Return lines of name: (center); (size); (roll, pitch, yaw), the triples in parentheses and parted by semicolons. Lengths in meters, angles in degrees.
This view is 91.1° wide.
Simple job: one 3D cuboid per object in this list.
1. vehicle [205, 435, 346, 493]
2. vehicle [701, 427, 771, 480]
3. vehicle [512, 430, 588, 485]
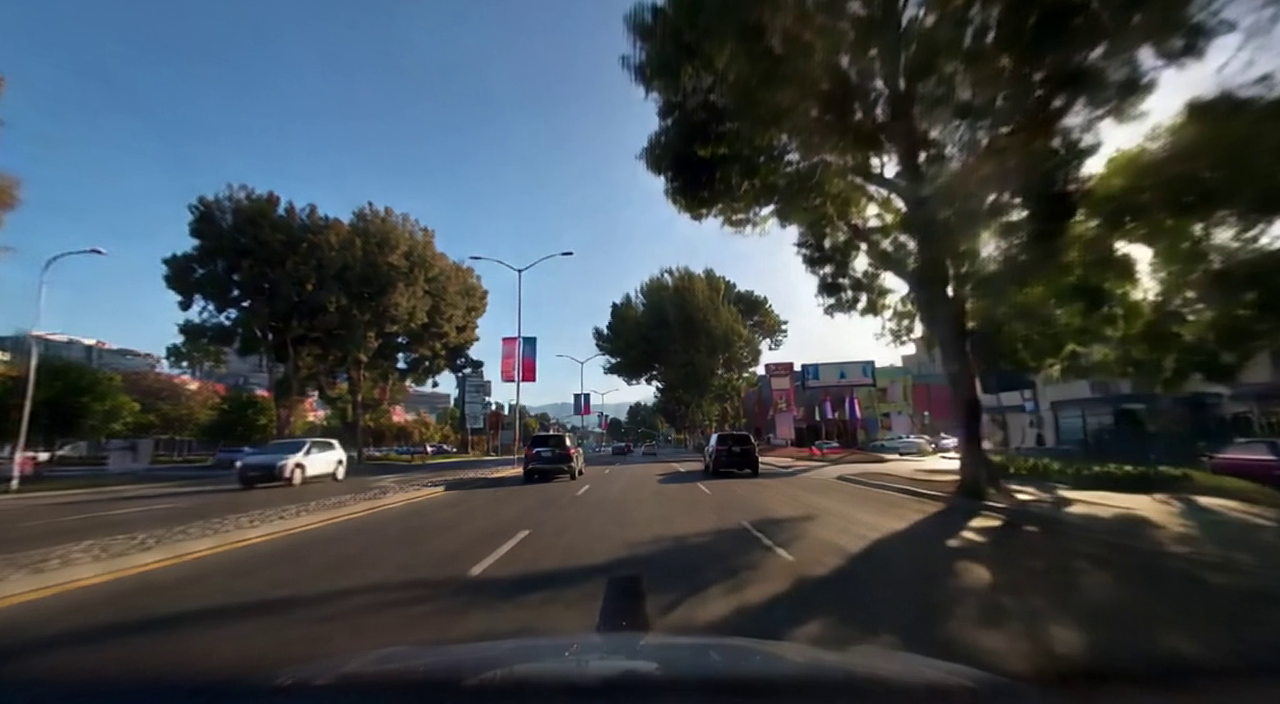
vehicle: (-12.104, 3.725, 21.288); (2.023, 1.729, 4.478); (0, -9, 0)
vehicle: (3.713, 4.018, 25.080); (2.024, 1.921, 4.431); (0, -9, -1)
vehicle: (-3.117, 3.769, 22.724); (2.014, 1.775, 4.404); (0, -9, 1)
